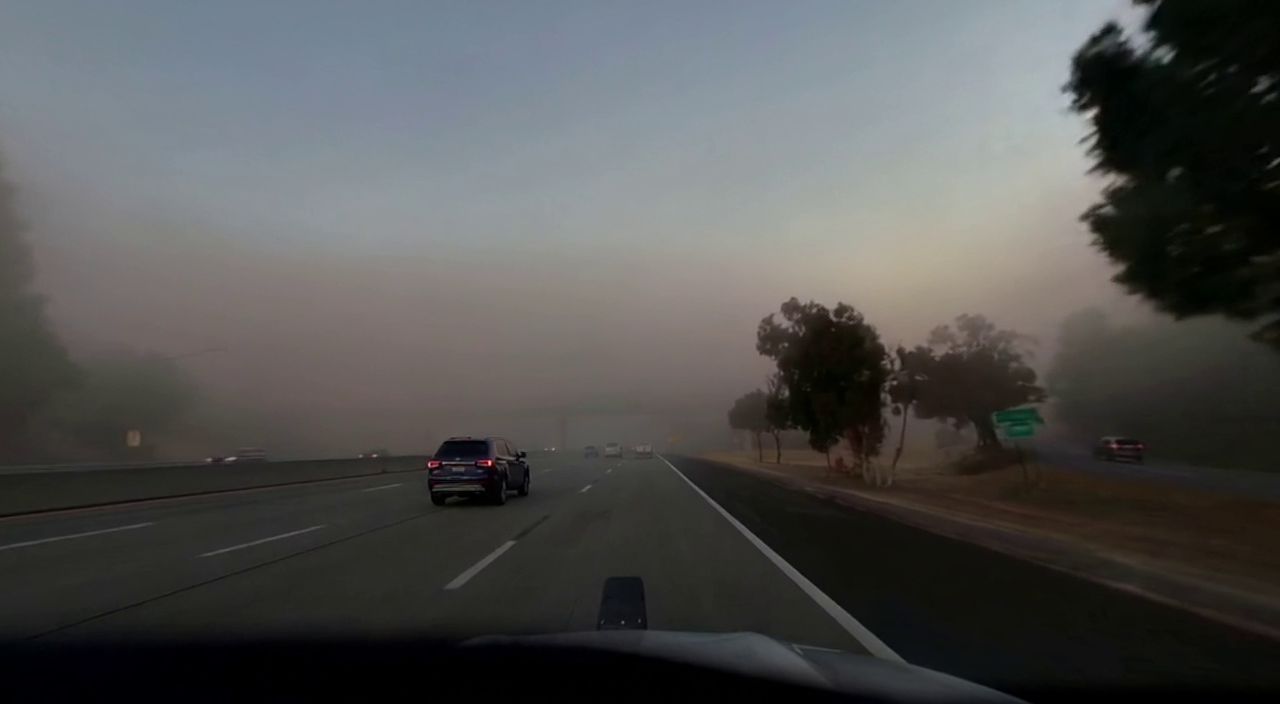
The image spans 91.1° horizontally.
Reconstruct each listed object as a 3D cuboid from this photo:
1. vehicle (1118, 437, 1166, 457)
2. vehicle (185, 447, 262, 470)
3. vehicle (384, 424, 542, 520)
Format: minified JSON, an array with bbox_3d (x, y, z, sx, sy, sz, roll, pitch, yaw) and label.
[{"bbox_3d":[39.473,7.473,49.417,1.981,1.473,4.317,-4,-9,26],"label":"vehicle"},{"bbox_3d":[-31.153,7.972,47.174,2.049,1.587,5.347,0,-9,1],"label":"vehicle"},{"bbox_3d":[-3.537,2.492,13.548,2.048,1.705,4.384,0,-8,1],"label":"vehicle"}]
